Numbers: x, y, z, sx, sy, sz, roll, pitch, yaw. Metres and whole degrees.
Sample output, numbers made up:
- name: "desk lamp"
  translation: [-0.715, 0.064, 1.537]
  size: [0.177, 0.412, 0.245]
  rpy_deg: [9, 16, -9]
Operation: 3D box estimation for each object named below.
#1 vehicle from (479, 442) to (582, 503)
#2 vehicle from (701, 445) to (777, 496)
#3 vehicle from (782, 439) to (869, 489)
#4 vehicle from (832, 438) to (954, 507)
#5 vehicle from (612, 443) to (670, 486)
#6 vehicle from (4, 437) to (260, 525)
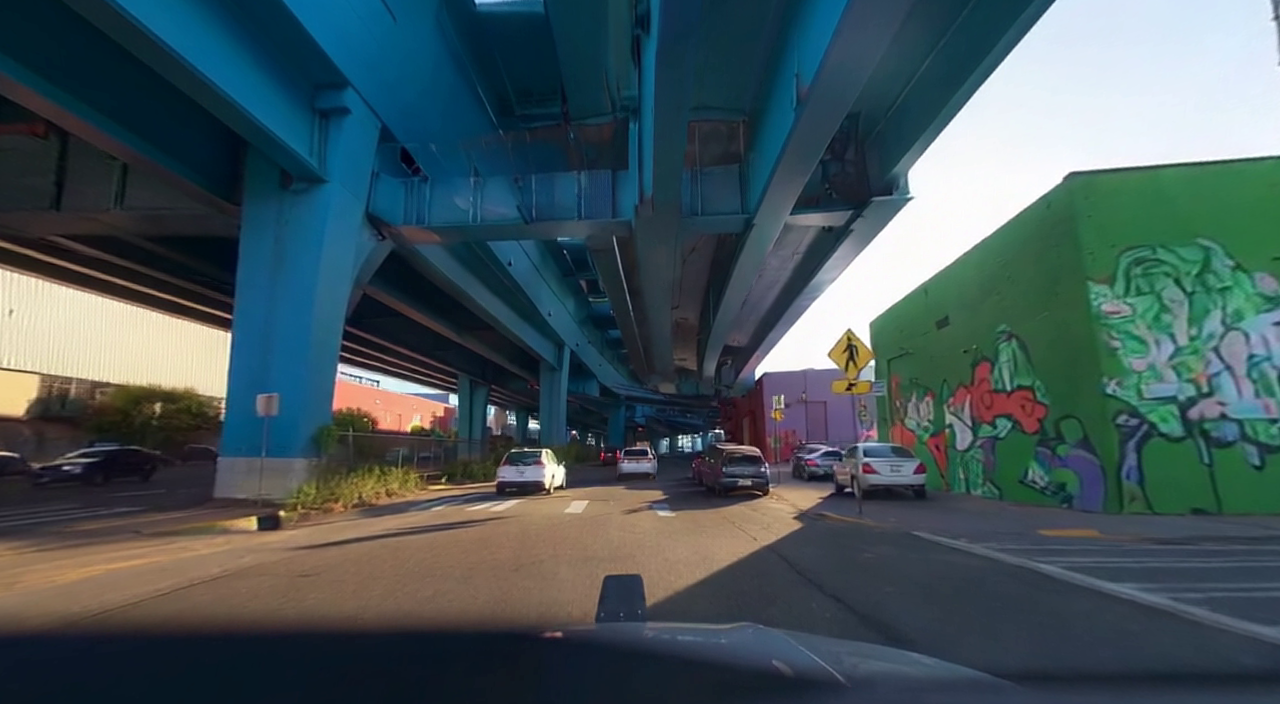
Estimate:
- name: "vehicle"
  translation: [-3.003, 3.431, 18.402]
  size: [2.024, 1.533, 4.549]
  rpy_deg: [0, -9, 2]
- name: "vehicle"
  translation: [3.306, 4.033, 21.945]
  size: [1.983, 1.589, 4.010]
  rpy_deg: [0, -8, 0]
- name: "vehicle"
  translation: [7.788, 4.759, 27.086]
  size: [2.175, 1.909, 4.953]
  rpy_deg: [0, -9, 0]
- name: "vehicle"
  translation: [7.670, 3.646, 19.717]
  size: [2.275, 1.834, 4.294]
  rpy_deg: [1, -8, 4]
- name: "vehicle"
  translation: [0.049, 4.520, 25.596]
  size: [2.155, 1.571, 3.734]
  rpy_deg: [0, -9, 1]
- name: "vehicle"
  translation: [-11.908, 3.050, 15.455]
  size: [2.056, 1.768, 4.986]
  rpy_deg: [-1, -9, 0]
